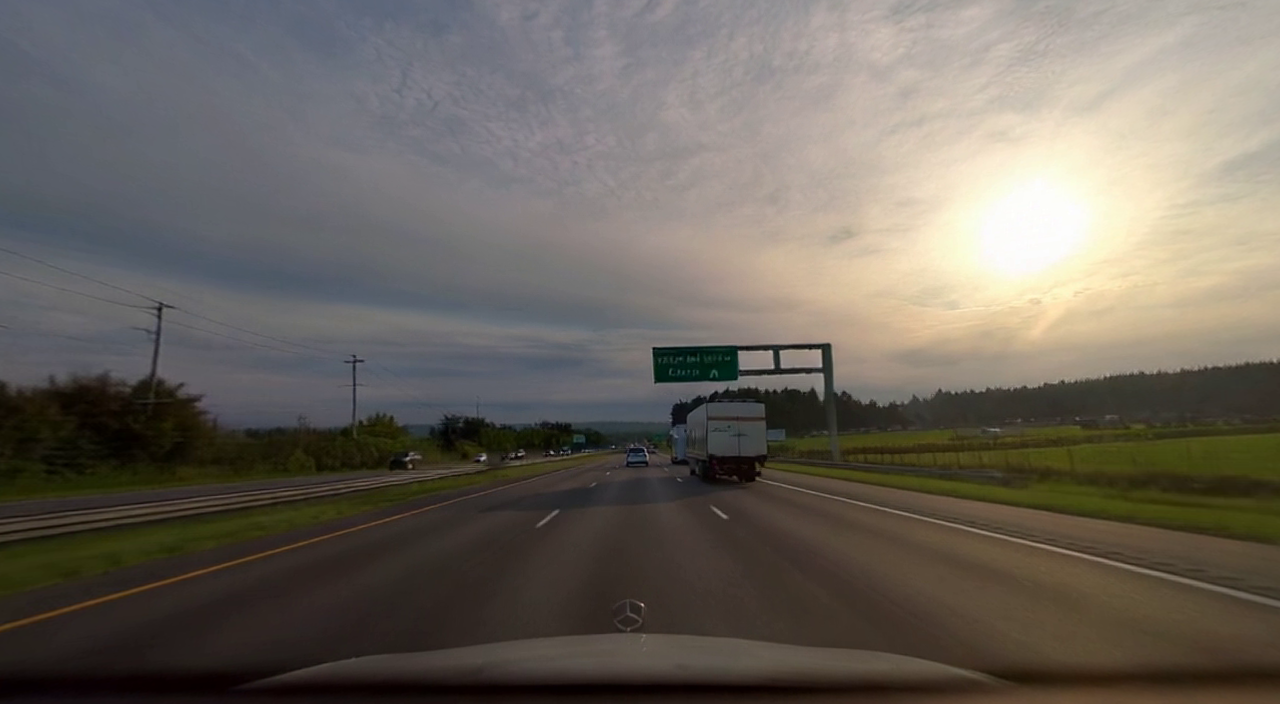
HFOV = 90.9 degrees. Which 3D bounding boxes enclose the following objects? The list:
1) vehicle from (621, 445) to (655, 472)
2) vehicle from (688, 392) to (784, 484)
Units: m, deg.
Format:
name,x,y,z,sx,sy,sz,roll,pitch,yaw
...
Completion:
name,x,y,z,sx,sy,sz,roll,pitch,yaw
vehicle,-0.095,7.063,42.049,2.151,1.678,3.923,0,-9,0
vehicle,4.038,4.009,28.786,2.931,3.530,8.760,0,-9,0
